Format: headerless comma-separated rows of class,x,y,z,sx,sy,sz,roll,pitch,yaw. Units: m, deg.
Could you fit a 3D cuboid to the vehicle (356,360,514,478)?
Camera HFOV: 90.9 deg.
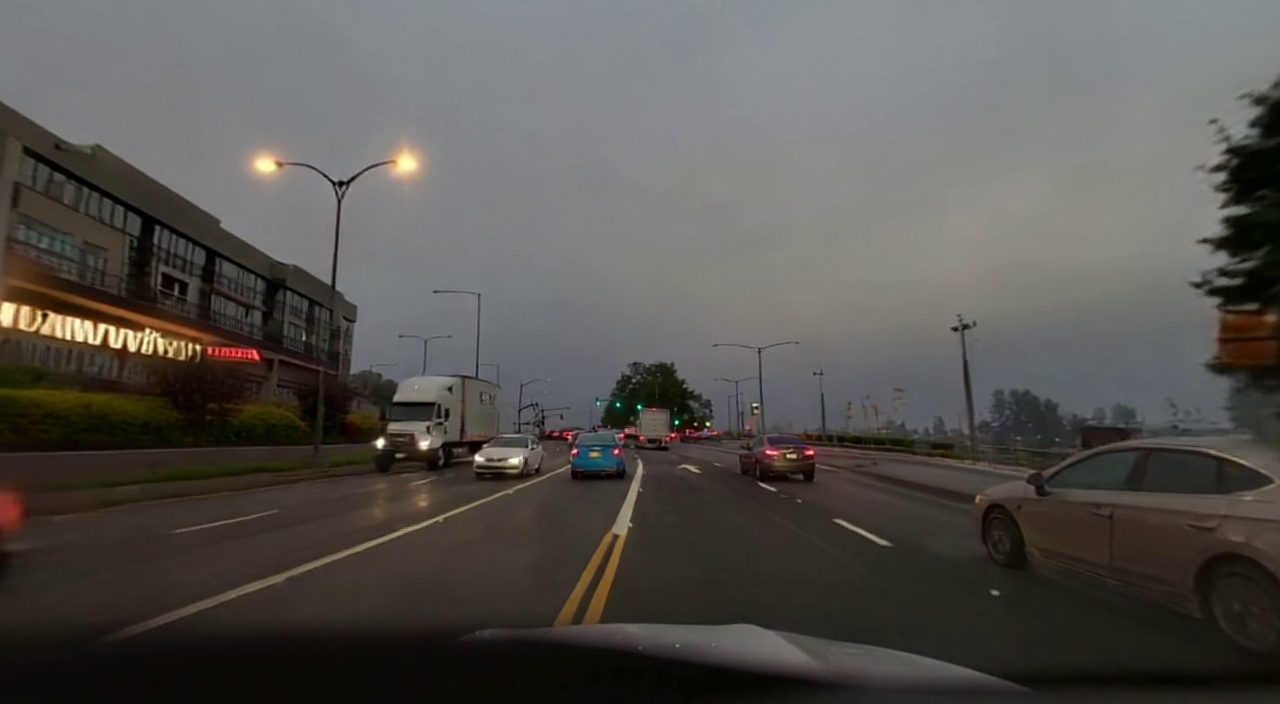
vehicle,-7.703,2.859,25.683,2.986,3.821,10.059,0,-8,0

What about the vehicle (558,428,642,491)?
vehicle,-0.986,2.801,16.787,1.991,1.472,3.518,0,-8,-1

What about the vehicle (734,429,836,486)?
vehicle,4.095,3.022,18.480,1.889,1.480,3.876,1,-8,-3

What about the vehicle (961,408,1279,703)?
vehicle,3.863,1.034,3.221,2.081,1.434,4.833,0,-8,3

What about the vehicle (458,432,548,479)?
vehicle,-4.499,3.458,21.423,1.964,1.428,4.481,0,-8,1

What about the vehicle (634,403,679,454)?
vehicle,1.096,5.674,46.350,2.917,3.482,6.946,0,-8,-2
